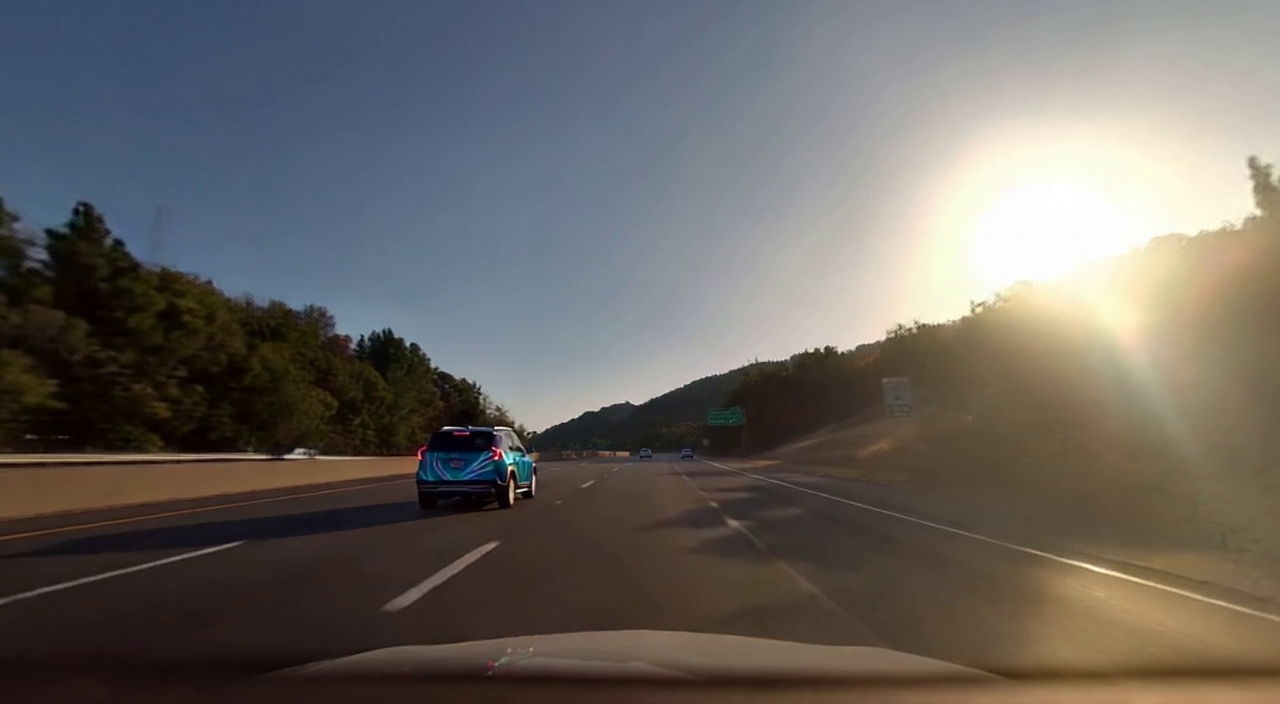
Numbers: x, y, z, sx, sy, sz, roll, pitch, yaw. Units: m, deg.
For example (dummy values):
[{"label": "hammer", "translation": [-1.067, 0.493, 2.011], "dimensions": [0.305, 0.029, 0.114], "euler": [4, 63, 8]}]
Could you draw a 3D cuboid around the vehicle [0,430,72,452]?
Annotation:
[{"label": "vehicle", "translation": [-44.540, 6.517, 45.919], "dimensions": [1.834, 1.497, 4.697], "euler": [0, -8, 3]}]

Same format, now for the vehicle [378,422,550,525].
[{"label": "vehicle", "translation": [-3.461, 2.500, 13.559], "dimensions": [2.183, 1.803, 4.685], "euler": [0, -8, 2]}]
